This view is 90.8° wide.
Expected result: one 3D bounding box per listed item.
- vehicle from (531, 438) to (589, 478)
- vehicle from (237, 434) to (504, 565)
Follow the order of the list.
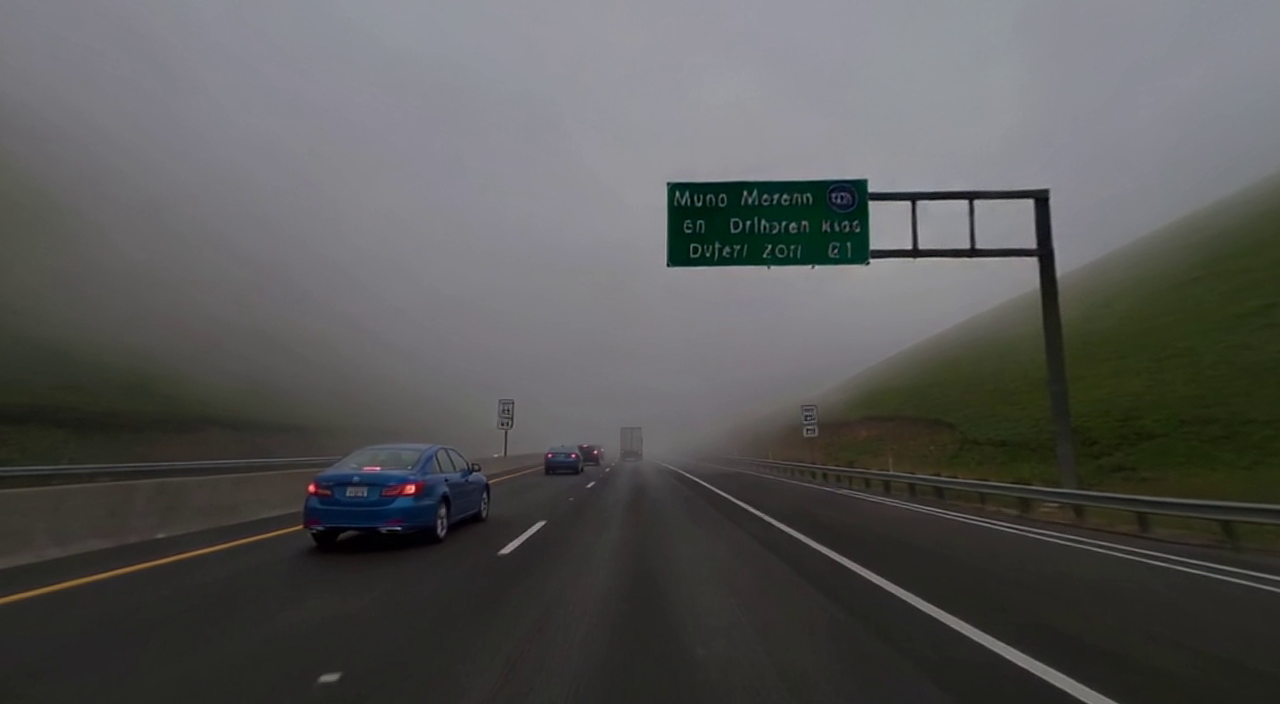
[{"bbox_3d":[-3.563,4.836,28.910,2.073,1.694,4.162,0,-9,1],"label":"vehicle"},{"bbox_3d":[-3.514,2.004,9.376,1.988,1.440,4.504,0,-9,0],"label":"vehicle"}]
